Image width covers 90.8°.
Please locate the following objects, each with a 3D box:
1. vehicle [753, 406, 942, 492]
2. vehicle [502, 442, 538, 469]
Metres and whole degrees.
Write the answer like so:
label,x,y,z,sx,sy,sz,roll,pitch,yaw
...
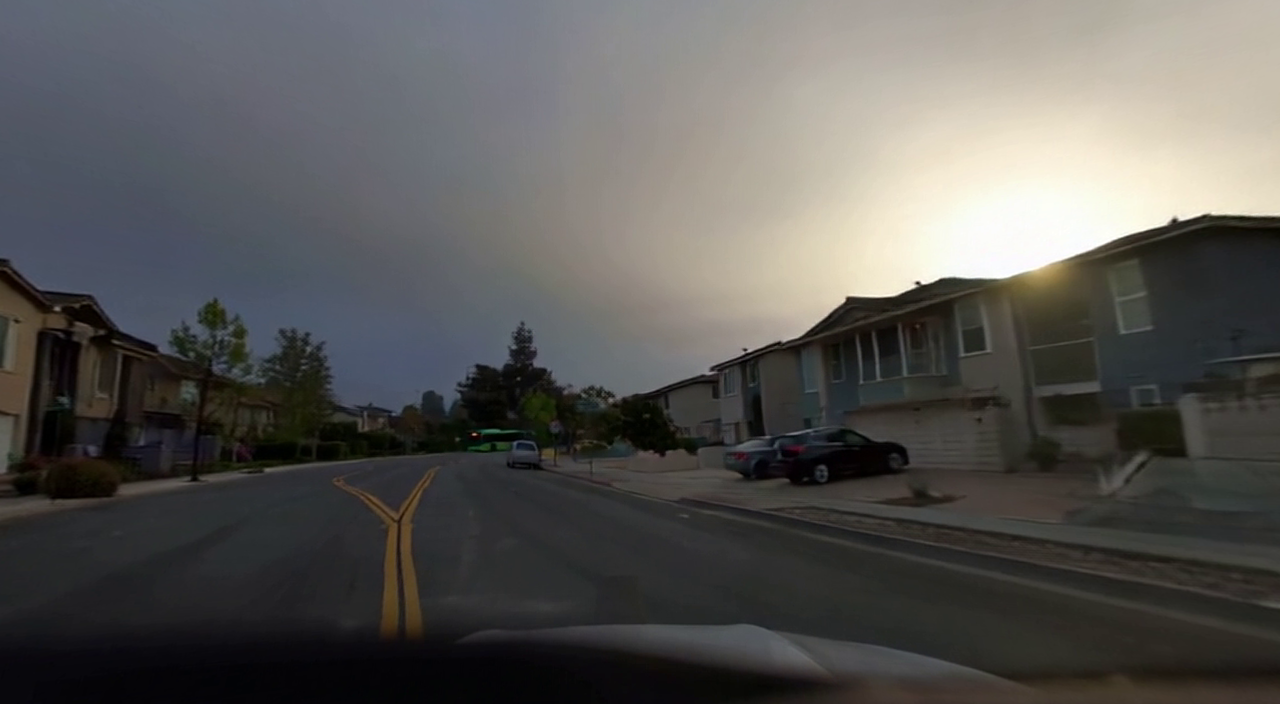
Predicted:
label,x,y,z,sx,sy,sz,roll,pitch,yaw
vehicle,5.566,2.570,17.079,4.431,1.873,1.920,-1,-8,-20
vehicle,-7.591,6.467,39.632,1.984,1.601,3.994,2,-9,-14
